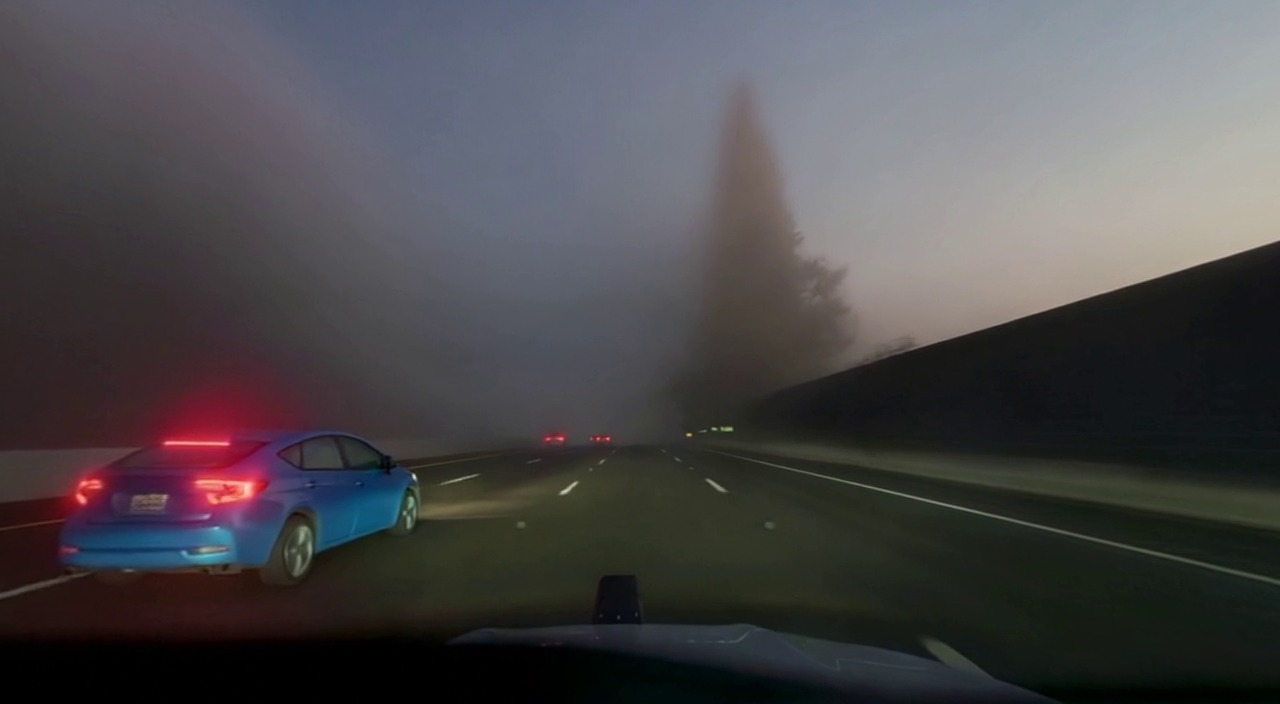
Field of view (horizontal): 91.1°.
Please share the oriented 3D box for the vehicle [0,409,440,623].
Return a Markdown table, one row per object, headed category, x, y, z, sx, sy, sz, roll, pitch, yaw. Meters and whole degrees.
| category | x | y | z | sx | sy | sz | roll | pitch | yaw |
| --- | --- | --- | --- | --- | --- | --- | --- | --- | --- |
| vehicle | -3.758 | 1.423 | 6.448 | 2.079 | 1.500 | 3.881 | 0 | -8 | 1 |
